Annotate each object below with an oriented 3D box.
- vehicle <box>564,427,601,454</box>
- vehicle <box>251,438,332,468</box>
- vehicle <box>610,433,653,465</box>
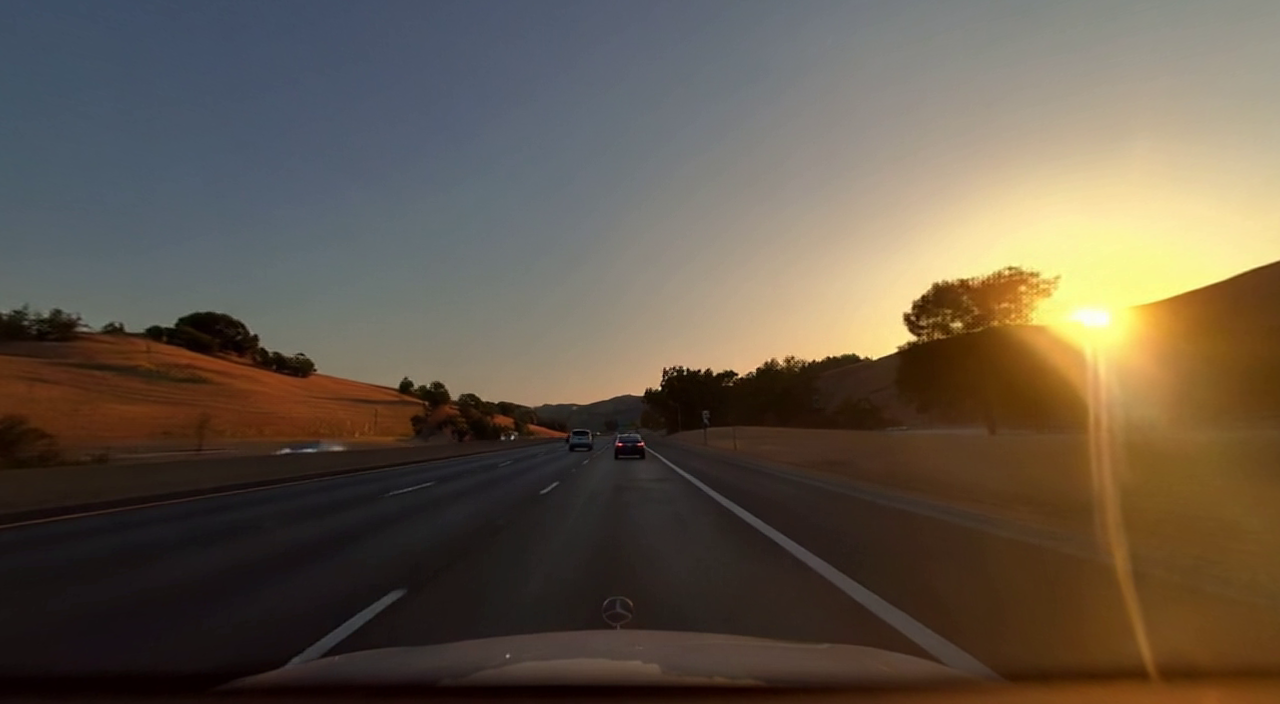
[{"bbox_3d":[-4.234,6.570,46.825,2.251,1.938,4.708,0,-8,0],"label":"vehicle"},{"bbox_3d":[-19.648,5.675,35.688,1.908,1.521,4.730,0,-8,0],"label":"vehicle"},{"bbox_3d":[-0.462,4.699,30.779,1.948,1.470,3.913,0,-8,-2],"label":"vehicle"}]
